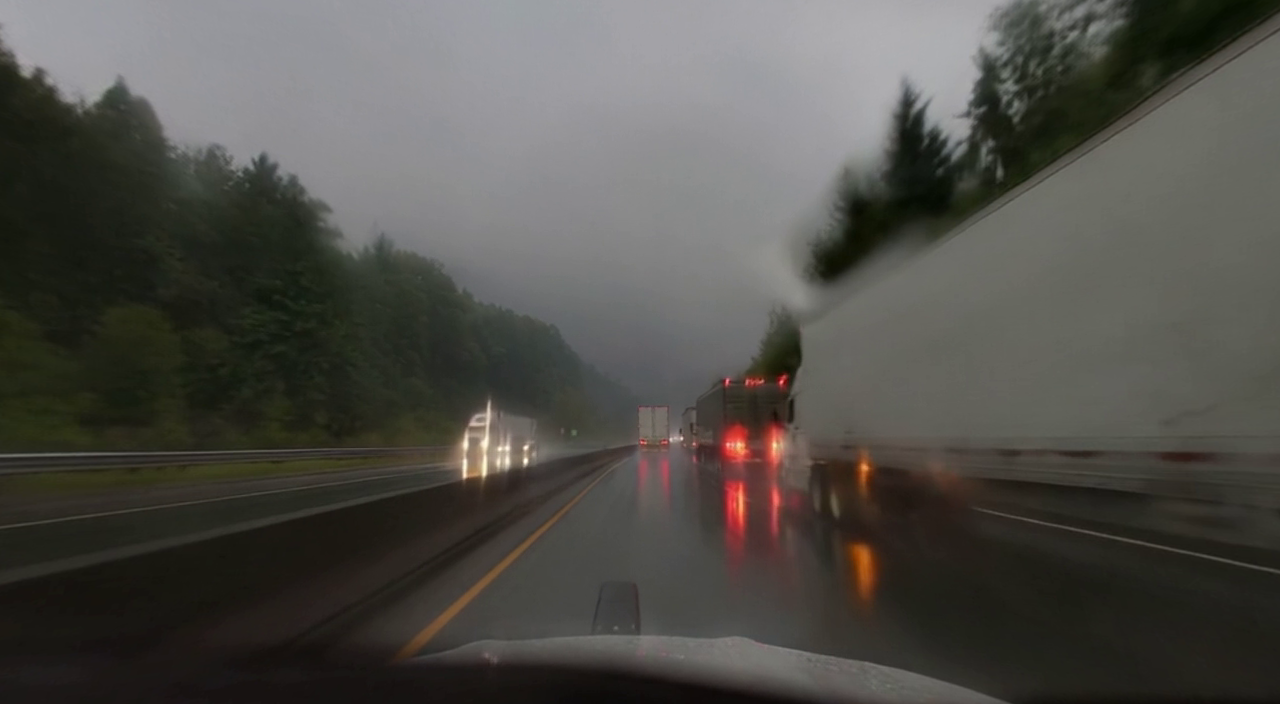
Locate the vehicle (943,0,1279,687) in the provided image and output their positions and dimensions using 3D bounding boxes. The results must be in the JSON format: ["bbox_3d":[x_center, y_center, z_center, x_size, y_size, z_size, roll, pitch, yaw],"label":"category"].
[{"bbox_3d":[4.916,-0.267,2.753,2.843,3.940,8.349,0,-8,-1],"label":"vehicle"}]

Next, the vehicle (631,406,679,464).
[{"bbox_3d":[0.883,5.215,39.302,2.644,3.247,7.454,-1,-8,1],"label":"vehicle"}]

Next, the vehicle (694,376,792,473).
[{"bbox_3d":[4.967,4.057,33.731,2.851,4.077,14.289,0,-8,0],"label":"vehicle"}]
